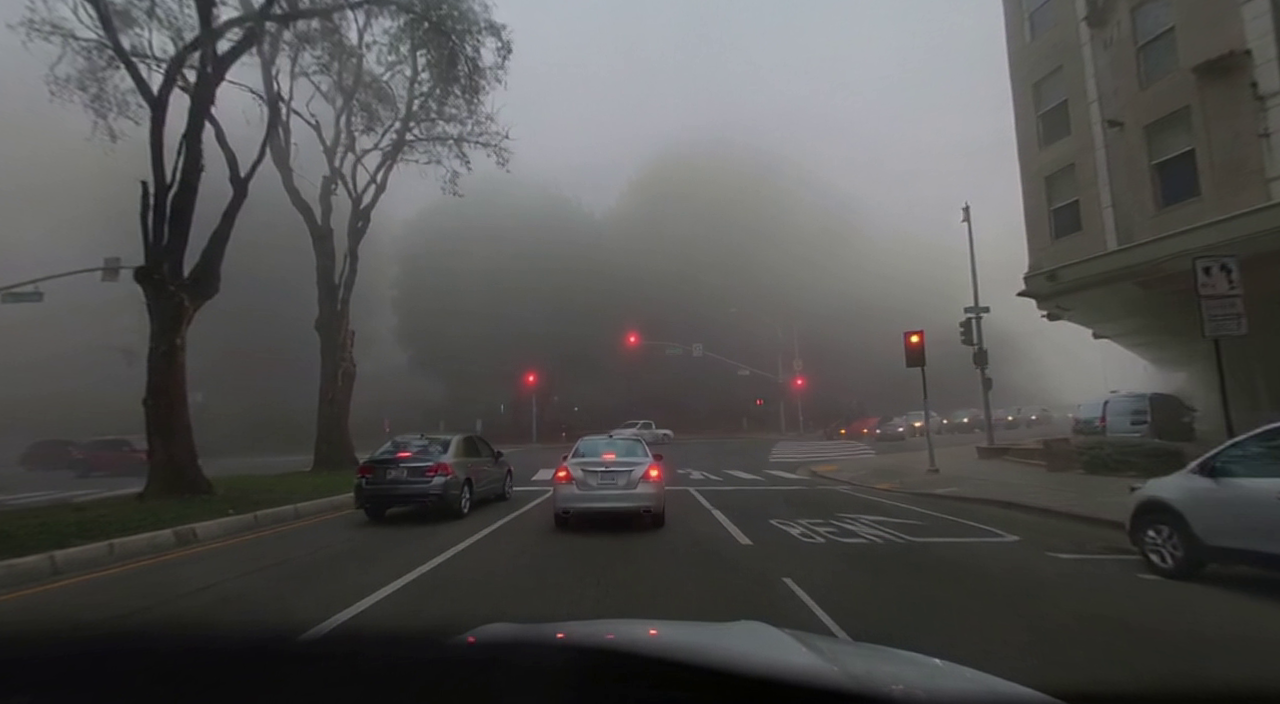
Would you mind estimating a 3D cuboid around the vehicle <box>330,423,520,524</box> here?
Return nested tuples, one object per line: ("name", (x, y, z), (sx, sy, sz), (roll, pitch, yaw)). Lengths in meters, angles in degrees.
("vehicle", (-3.690, 2.174, 11.859), (1.934, 1.522, 4.464), (0, -8, 1))

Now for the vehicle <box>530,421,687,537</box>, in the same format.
("vehicle", (-0.430, 1.985, 10.416), (2.082, 1.520, 3.896), (0, -8, 0))

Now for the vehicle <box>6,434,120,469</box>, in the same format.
("vehicle", (-32.467, 5.611, 35.674), (4.280, 1.857, 2.136), (0, -8, 1))

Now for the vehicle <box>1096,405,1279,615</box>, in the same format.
("vehicle", (6.209, 1.244, 4.850), (1.904, 1.705, 4.510), (0, -8, -2))

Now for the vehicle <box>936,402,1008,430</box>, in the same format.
("vehicle", (21.166, 4.115, 40.187), (5.017, 1.542, 2.055), (6, -11, -38))

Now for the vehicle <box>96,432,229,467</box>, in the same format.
("vehicle", (-21.349, 4.375, 28.372), (4.453, 1.471, 1.921), (-1, -8, 3))

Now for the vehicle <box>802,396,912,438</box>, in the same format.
("vehicle", (13.777, 4.186, 40.127), (6.541, 2.480, 2.259), (3, -9, -19))

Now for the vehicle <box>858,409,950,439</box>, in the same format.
("vehicle", (15.176, 4.150, 36.270), (4.775, 1.604, 1.915), (3, -9, -21))

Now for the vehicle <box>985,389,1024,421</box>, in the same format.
("vehicle", (27.060, 3.992, 46.798), (2.152, 1.993, 5.078), (-6, -10, 31))

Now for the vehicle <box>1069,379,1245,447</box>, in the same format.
("vehicle", (21.661, 2.642, 26.598), (5.756, 2.653, 2.403), (1, -9, -11))
